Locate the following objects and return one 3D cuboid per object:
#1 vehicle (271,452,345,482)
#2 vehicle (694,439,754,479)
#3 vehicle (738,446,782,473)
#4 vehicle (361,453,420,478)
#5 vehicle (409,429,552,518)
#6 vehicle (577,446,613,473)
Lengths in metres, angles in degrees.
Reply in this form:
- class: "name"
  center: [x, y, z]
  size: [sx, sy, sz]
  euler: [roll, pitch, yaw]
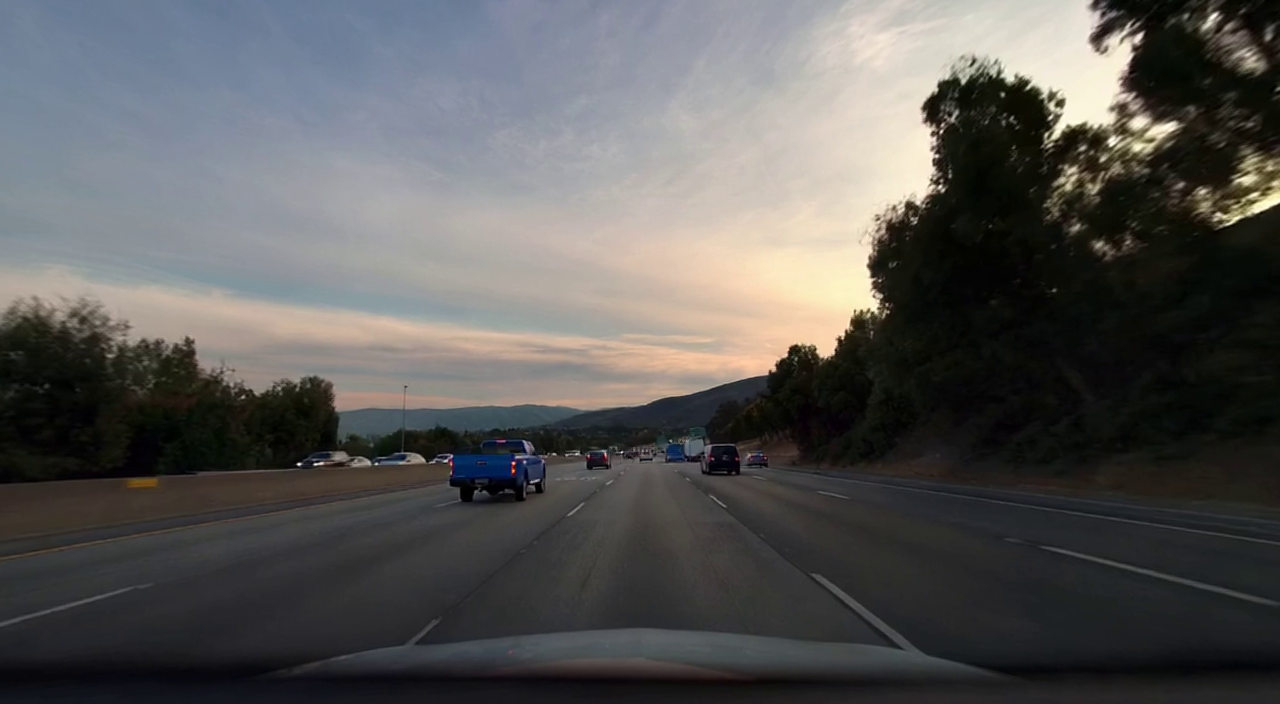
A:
- class: "vehicle"
  center: [-20.520, 7.092, 39.219]
  size: [1.958, 1.686, 4.658]
  euler: [-1, -8, 1]
- class: "vehicle"
  center: [4.379, 5.687, 33.978]
  size: [2.424, 1.952, 5.611]
  euler: [0, -8, 0]
- class: "vehicle"
  center: [8.046, 7.229, 42.727]
  size: [2.104, 1.724, 4.701]
  euler: [0, -8, 0]
- class: "vehicle"
  center: [-16.445, 7.465, 41.791]
  size: [1.895, 1.478, 4.758]
  euler: [-1, -8, 1]
- class: "vehicle"
  center: [-3.763, 2.964, 16.087]
  size: [2.227, 1.853, 5.161]
  euler: [-1, -8, 1]
- class: "vehicle"
  center: [-3.211, 7.808, 46.070]
  size: [2.235, 1.785, 4.386]
  euler: [-1, -8, 2]
